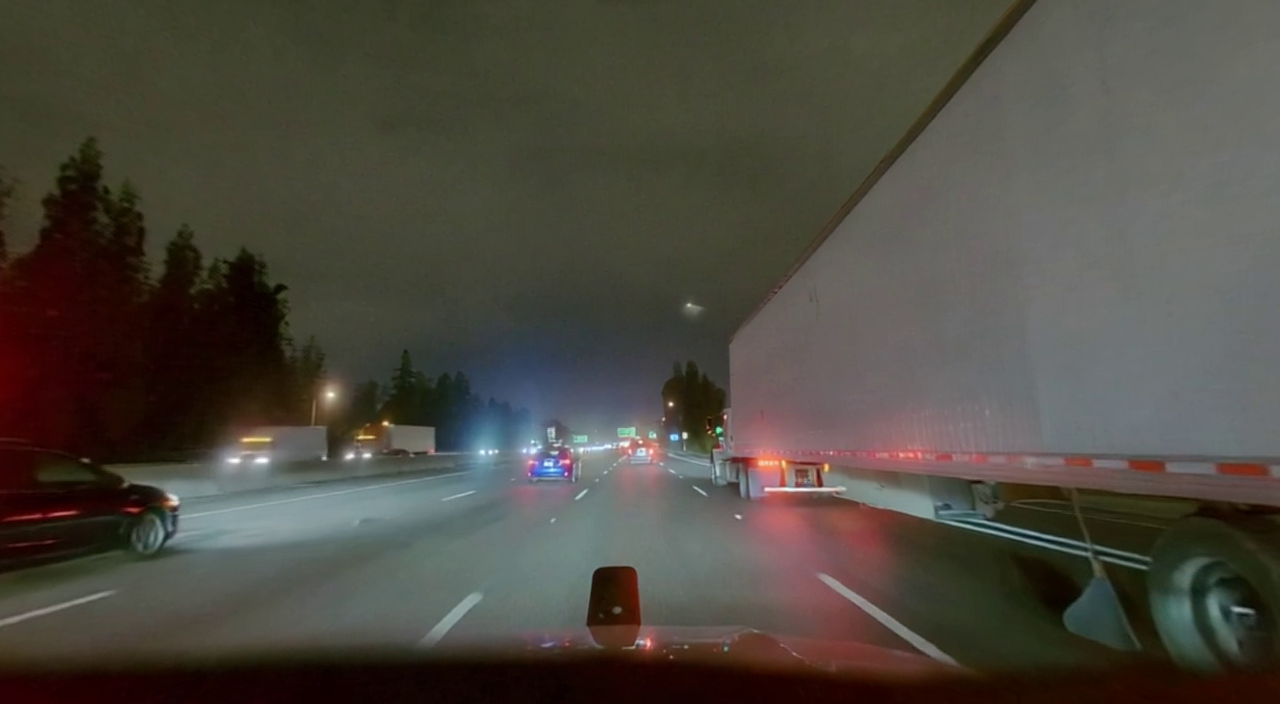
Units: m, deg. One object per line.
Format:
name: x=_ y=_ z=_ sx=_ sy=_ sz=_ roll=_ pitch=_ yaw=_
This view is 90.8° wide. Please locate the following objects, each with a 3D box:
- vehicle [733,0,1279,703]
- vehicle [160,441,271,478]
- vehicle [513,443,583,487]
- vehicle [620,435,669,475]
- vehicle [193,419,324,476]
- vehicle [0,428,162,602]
vehicle: x=3.716 y=0.417 z=7.885 sx=2.876 sy=4.086 sz=15.117 roll=0 pitch=-9 yaw=0
vehicle: x=-20.106 y=5.086 z=30.227 sx=2.082 sy=1.605 sz=4.641 roll=0 pitch=-9 yaw=0
vehicle: x=-3.143 y=3.968 z=22.517 sx=1.864 sy=1.406 sz=4.544 roll=0 pitch=-9 yaw=0
vehicle: x=0.184 y=4.994 z=30.857 sx=2.203 sy=1.805 sz=4.358 roll=0 pitch=-9 yaw=-1
vehicle: x=-23.940 y=6.108 z=40.405 sx=3.070 sy=3.247 sz=8.603 roll=0 pitch=-9 yaw=-1
vehicle: x=-6.471 y=1.301 z=4.823 sx=2.053 sy=1.464 sz=4.600 roll=0 pitch=-9 yaw=0
